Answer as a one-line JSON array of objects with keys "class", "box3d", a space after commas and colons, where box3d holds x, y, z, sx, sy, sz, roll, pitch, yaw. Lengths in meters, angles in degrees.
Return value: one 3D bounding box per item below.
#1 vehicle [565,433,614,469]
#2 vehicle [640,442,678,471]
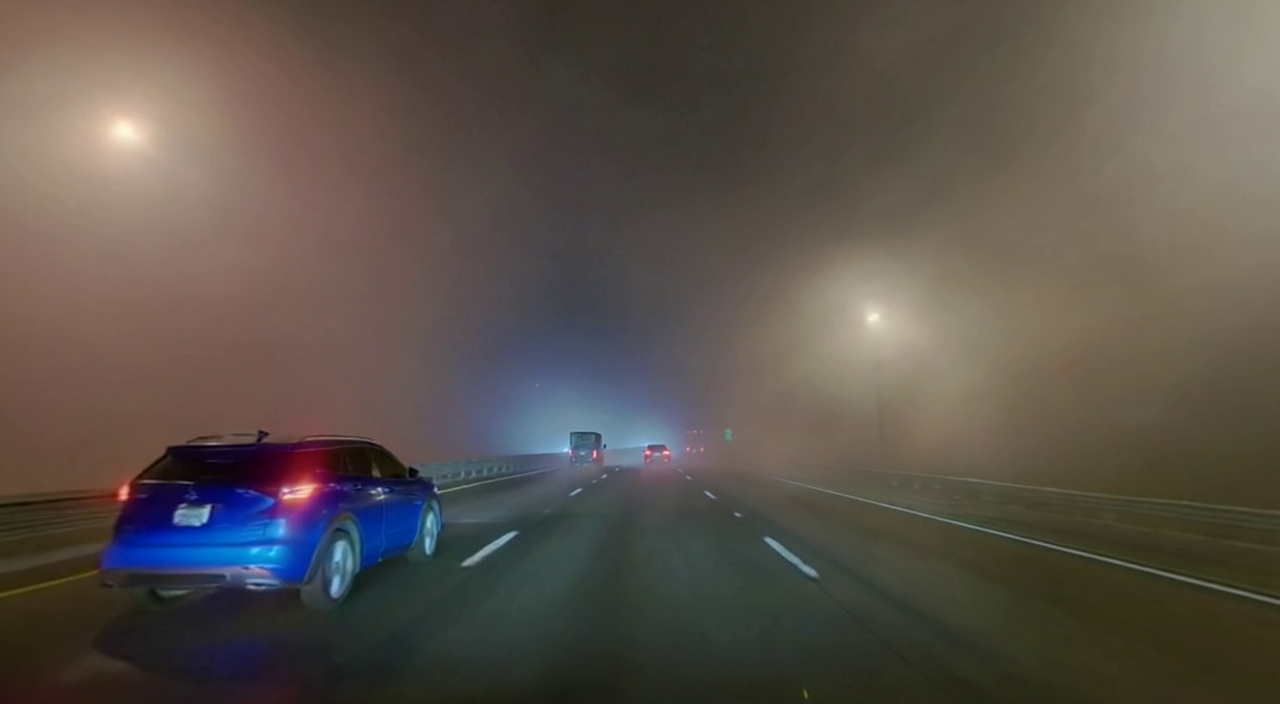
[{"class": "vehicle", "box3d": [-2.832, 5.746, 36.591, 2.264, 1.901, 4.647, 0, -9, 3]}, {"class": "vehicle", "box3d": [1.083, 5.963, 36.195, 2.086, 1.548, 4.325, 0, -9, 1]}]
